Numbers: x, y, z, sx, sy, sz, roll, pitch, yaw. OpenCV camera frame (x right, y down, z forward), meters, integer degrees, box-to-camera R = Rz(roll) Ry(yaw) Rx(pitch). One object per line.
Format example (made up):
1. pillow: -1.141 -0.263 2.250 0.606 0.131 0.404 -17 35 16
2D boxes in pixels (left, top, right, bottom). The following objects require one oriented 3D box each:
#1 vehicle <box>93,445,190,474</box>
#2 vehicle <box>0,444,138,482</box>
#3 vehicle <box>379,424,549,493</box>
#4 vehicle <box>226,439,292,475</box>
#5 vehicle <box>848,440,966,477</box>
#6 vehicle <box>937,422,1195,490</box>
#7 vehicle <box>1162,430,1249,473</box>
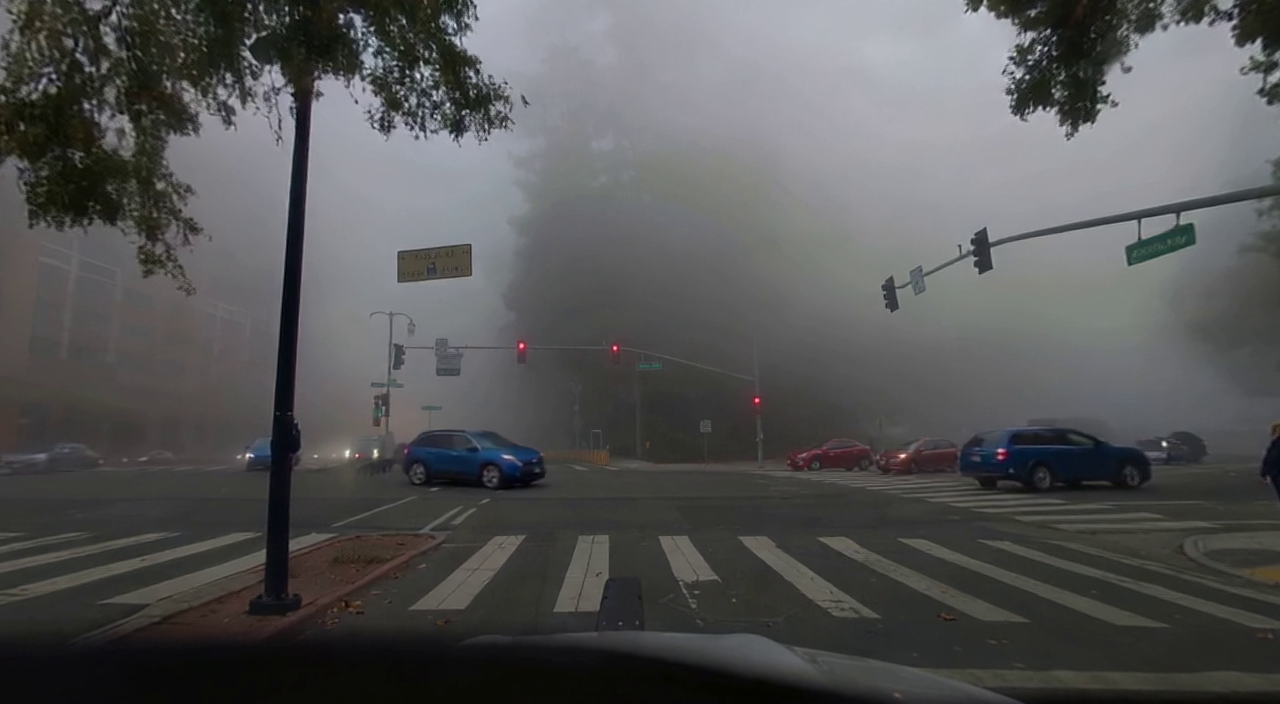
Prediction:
1. vehicle: -27.349 5.859 34.854 1.881 1.469 4.415 0 -8 -3
2. vehicle: -23.351 4.531 26.071 2.099 1.407 3.941 0 -8 -3
3. vehicle: -5.171 3.096 18.637 4.509 1.821 2.066 -4 -9 24
4. vehicle: -17.595 4.836 29.368 2.007 1.540 4.312 3 -9 -23
5. vehicle: 11.614 4.628 27.578 4.317 1.491 1.896 1 -8 -10
6. vehicle: 12.325 3.004 18.482 6.196 1.777 2.457 2 -9 -11
7. vehicle: 24.803 4.362 27.892 2.156 1.719 4.780 -6 -10 34
